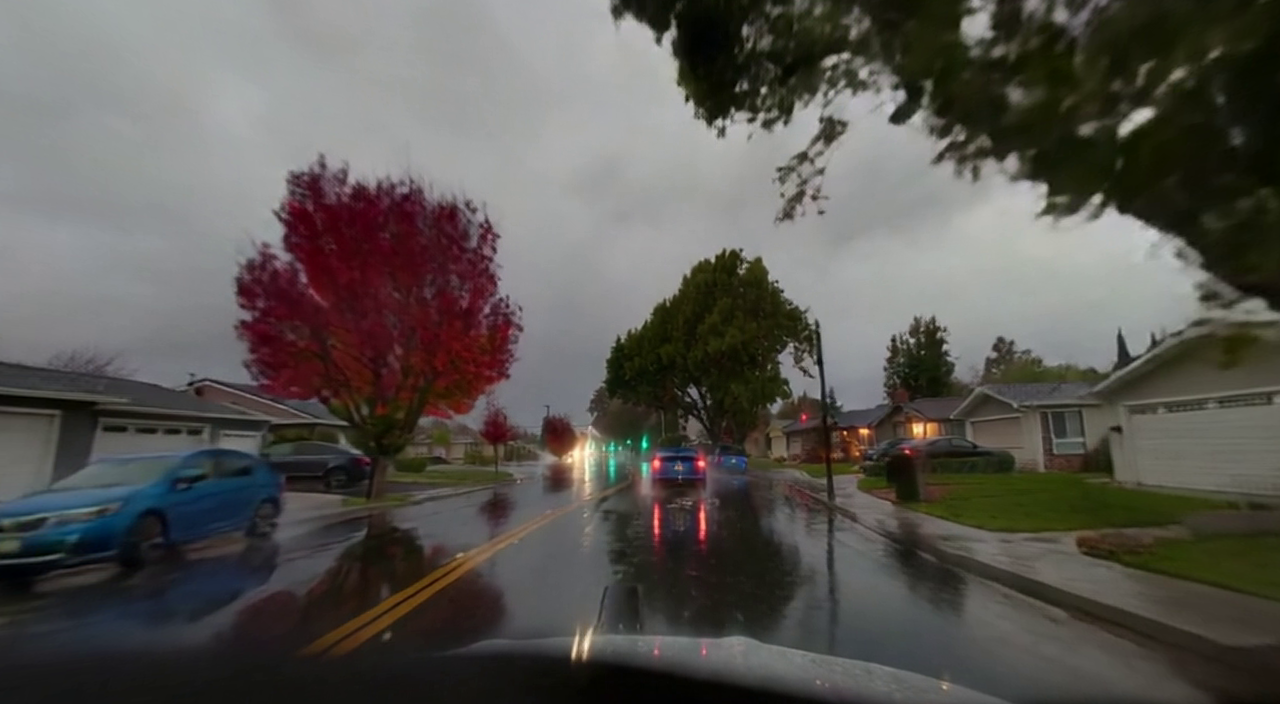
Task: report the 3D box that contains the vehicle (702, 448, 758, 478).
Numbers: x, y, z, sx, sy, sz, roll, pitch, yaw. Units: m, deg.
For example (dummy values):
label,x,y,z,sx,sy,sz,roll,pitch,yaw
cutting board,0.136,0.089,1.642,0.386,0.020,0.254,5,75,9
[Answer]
label,x,y,z,sx,sy,sz,roll,pitch,yaw
vehicle,4.671,5.825,33.514,2.089,1.462,4.529,0,-8,-3

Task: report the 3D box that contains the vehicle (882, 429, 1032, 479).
label,x,y,z,sx,sy,sz,roll,pitch,yaw
vehicle,11.921,3.837,23.966,4.524,1.587,2.064,-2,-8,-4

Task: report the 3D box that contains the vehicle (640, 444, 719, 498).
label,x,y,z,sx,sy,sz,roll,pitch,yaw
vehicle,1.119,3.586,19.533,2.192,1.474,4.192,0,-8,1

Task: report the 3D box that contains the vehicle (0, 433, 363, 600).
label,x,y,z,sx,sy,sz,roll,pitch,yaw
vehicle,-6.565,2.146,9.409,2.641,1.747,4.738,-3,-7,2
